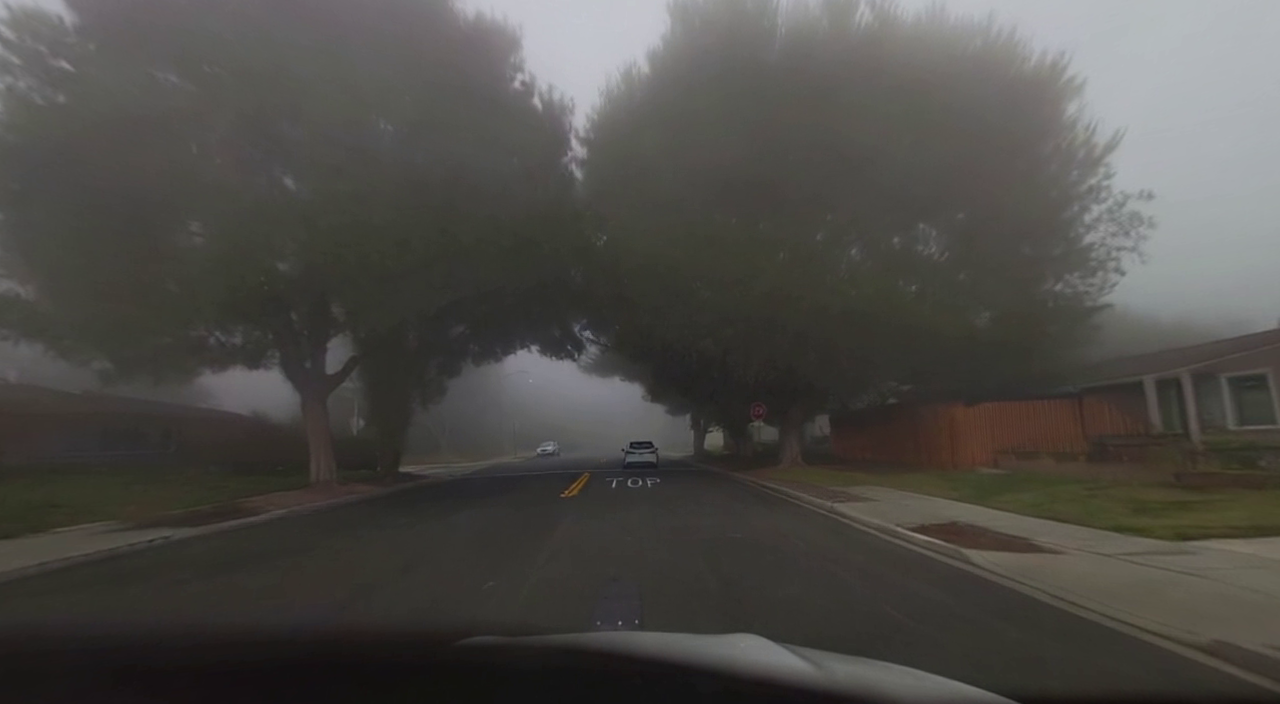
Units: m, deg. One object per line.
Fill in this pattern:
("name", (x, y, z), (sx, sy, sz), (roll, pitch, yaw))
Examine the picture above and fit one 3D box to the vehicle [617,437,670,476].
("vehicle", (0.083, 4.421, 26.805), (2.043, 1.484, 4.340), (0, -9, -1))
